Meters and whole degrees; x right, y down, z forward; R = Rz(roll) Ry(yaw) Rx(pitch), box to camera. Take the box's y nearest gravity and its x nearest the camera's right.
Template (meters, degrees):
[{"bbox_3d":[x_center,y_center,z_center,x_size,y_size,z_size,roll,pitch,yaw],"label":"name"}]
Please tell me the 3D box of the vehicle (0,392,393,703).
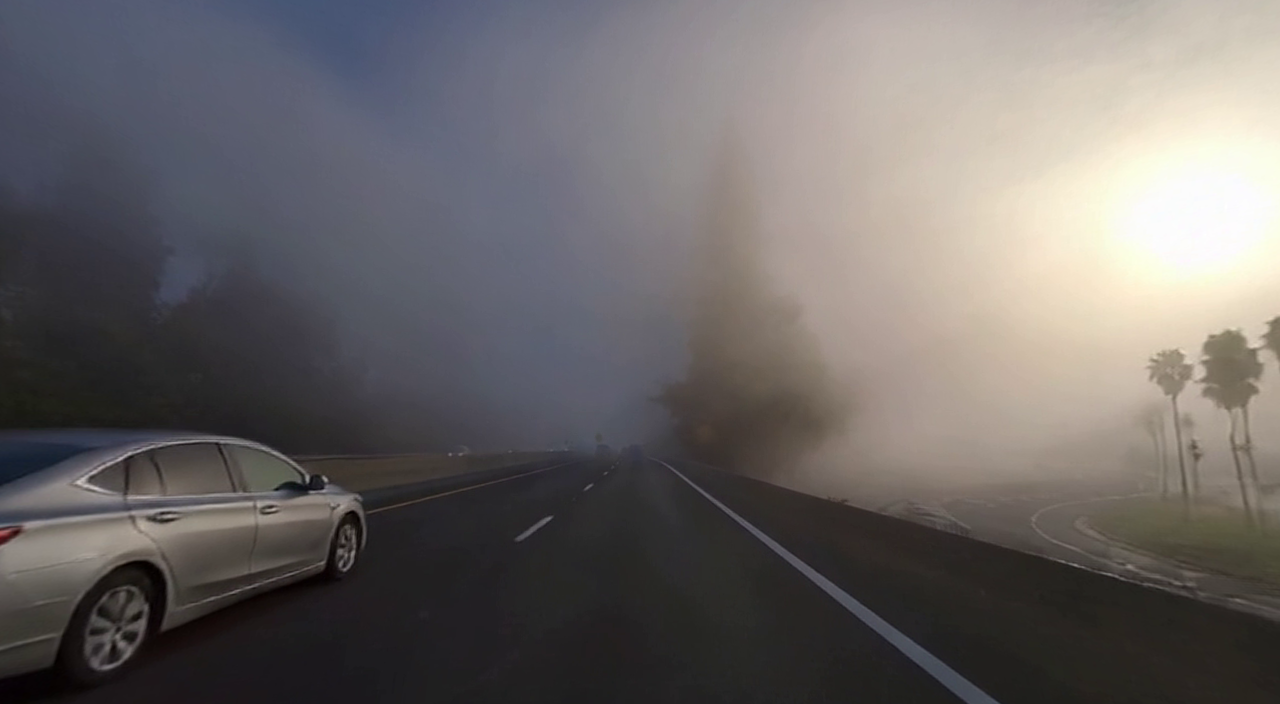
[{"bbox_3d":[-3.712,1.186,4.227,2.092,1.562,4.748,0,-8,1],"label":"vehicle"}]
